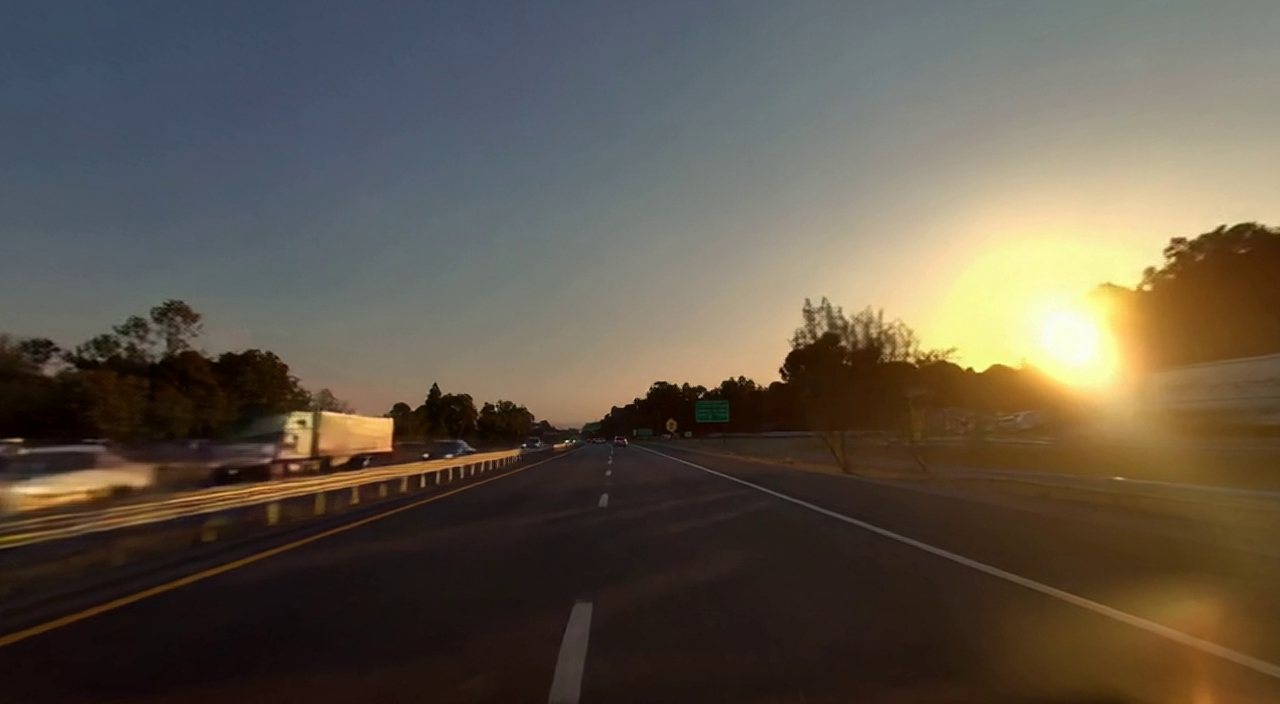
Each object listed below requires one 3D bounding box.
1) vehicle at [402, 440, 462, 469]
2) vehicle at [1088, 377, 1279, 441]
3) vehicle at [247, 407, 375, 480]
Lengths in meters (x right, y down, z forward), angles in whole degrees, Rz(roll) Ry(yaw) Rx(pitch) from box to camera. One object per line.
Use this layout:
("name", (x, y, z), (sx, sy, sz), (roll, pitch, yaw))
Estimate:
("vehicle", (-11.629, 5.713, 35.460), (1.916, 1.506, 4.371), (0, -8, -1))
("vehicle", (41.605, 4.816, 49.288), (2.920, 4.068, 15.213), (-5, -8, 5))
("vehicle", (-16.086, 4.552, 31.459), (2.744, 3.204, 7.013), (0, -8, -2))
